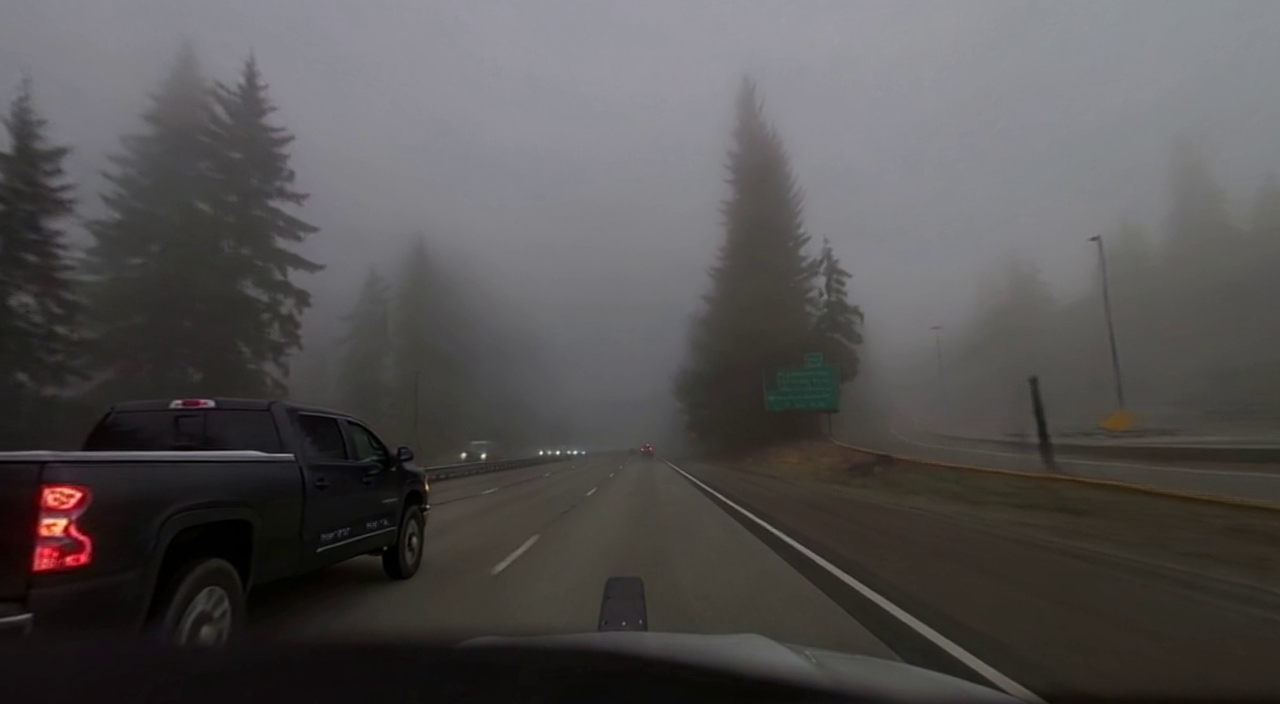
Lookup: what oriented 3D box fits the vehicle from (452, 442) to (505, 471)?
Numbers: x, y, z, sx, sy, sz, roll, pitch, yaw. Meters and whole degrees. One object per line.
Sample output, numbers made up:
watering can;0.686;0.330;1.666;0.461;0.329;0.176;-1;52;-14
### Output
vehicle;-11.545;7.488;45.499;2.263;1.924;5.585;-1;-8;1
